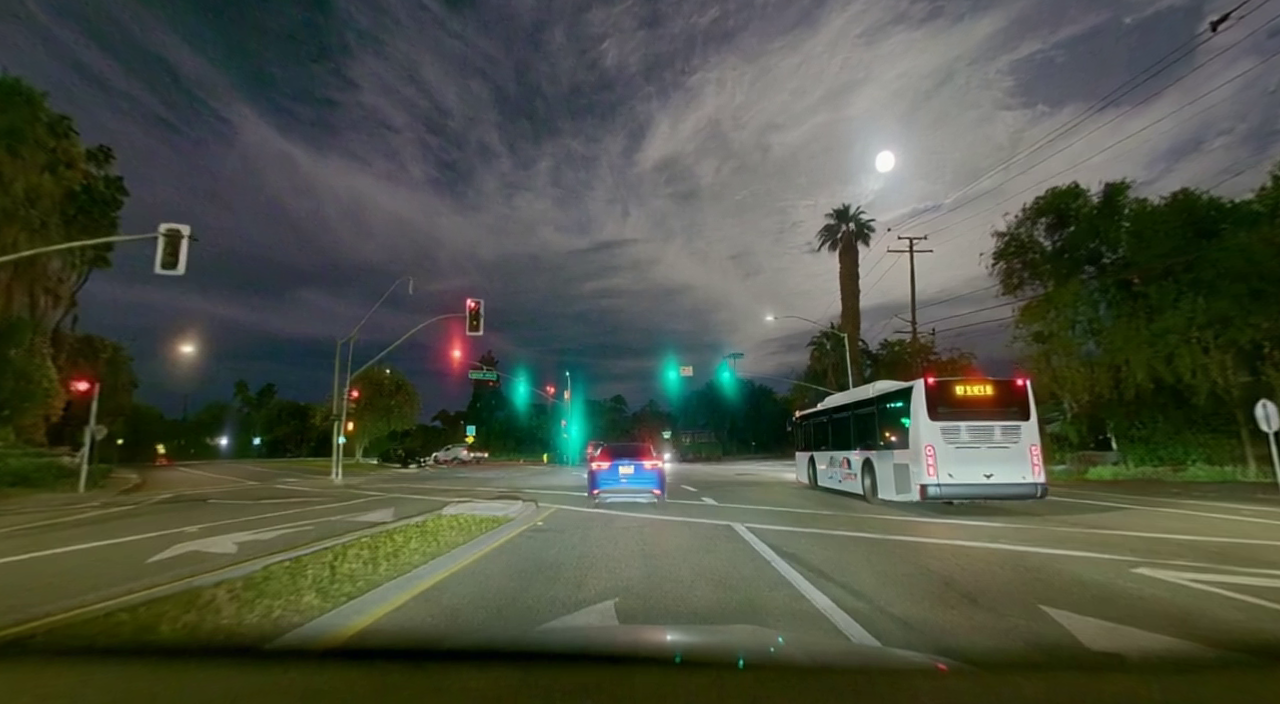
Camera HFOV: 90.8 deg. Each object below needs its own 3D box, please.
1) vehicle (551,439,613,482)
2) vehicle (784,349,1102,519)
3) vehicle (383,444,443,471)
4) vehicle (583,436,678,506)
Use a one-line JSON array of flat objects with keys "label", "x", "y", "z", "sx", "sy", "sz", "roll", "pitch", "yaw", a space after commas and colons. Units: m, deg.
[{"label": "vehicle", "x": -2.906, "y": 5.254, "z": 30.816, "sx": 2.272, "sy": 1.891, "sz": 4.562, "roll": 2, "pitch": -9, "yaw": -15}, {"label": "vehicle", "x": 7.884, "y": 2.726, "z": 20.227, "sx": 3.483, "sy": 3.546, "sz": 13.998, "roll": 0, "pitch": -9, "yaw": 1}, {"label": "vehicle", "x": -17.068, "y": 7.889, "z": 47.308, "sx": 2.283, "sy": 1.878, "sz": 5.384, "roll": 7, "pitch": -11, "yaw": -41}, {"label": "vehicle", "x": -0.339, "y": 3.273, "z": 17.872, "sx": 2.341, "sy": 1.709, "sz": 4.466, "roll": 0, "pitch": -9, "yaw": -3}]
